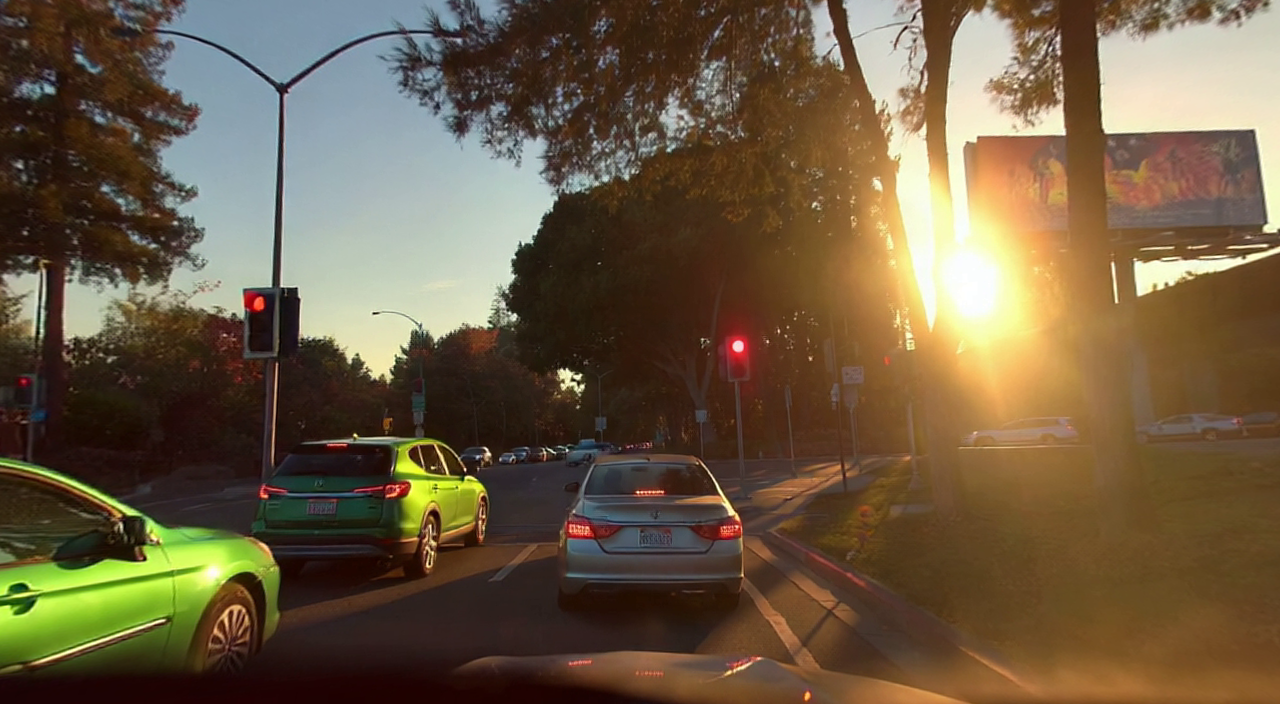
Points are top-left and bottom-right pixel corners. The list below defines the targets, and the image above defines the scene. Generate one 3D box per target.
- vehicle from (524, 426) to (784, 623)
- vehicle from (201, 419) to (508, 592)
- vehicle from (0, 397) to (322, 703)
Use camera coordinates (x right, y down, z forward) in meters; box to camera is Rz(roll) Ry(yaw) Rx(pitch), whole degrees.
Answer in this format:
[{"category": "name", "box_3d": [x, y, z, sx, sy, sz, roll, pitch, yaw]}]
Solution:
[{"category": "vehicle", "box_3d": [0.039, 1.586, 6.618, 1.977, 1.467, 3.474, 0, -9, -2]}, {"category": "vehicle", "box_3d": [-3.169, 1.783, 8.126, 1.950, 1.628, 4.082, -1, -9, 1]}, {"category": "vehicle", "box_3d": [-3.157, 0.961, 2.410, 1.808, 1.520, 3.846, -1, -9, 1]}]
